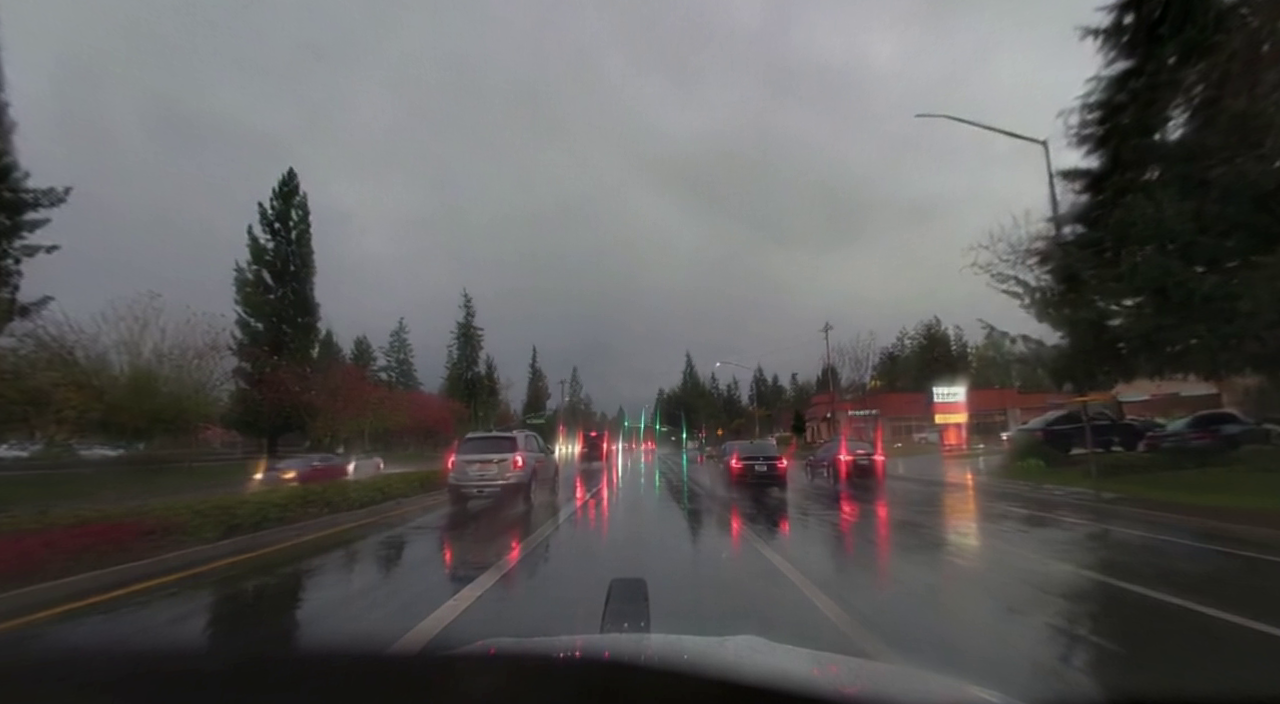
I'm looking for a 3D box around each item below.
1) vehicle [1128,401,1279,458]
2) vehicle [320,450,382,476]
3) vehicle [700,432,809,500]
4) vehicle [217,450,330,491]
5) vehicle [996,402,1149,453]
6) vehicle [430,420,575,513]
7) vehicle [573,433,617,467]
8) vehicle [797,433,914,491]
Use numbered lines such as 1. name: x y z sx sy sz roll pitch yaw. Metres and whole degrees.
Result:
1. vehicle: 17.024 2.346 18.738 4.698 1.495 2.125 4 -10 -29
2. vehicle: -17.703 6.779 38.767 1.749 1.454 4.318 0 -9 0
3. vehicle: 2.808 2.915 16.430 2.004 1.512 4.206 0 -9 0
4. vehicle: -14.464 4.678 25.198 1.858 1.456 4.347 0 -9 1
5. vehicle: 16.726 2.971 24.427 4.953 1.804 2.337 3 -9 -21
6. vehicle: -2.834 2.504 14.161 2.141 1.719 4.379 0 -9 2
7. vehicle: -2.461 5.548 35.768 2.117 1.799 4.442 0 -9 1
8. vehicle: 6.377 3.322 19.311 1.881 1.540 4.750 0 -9 0
